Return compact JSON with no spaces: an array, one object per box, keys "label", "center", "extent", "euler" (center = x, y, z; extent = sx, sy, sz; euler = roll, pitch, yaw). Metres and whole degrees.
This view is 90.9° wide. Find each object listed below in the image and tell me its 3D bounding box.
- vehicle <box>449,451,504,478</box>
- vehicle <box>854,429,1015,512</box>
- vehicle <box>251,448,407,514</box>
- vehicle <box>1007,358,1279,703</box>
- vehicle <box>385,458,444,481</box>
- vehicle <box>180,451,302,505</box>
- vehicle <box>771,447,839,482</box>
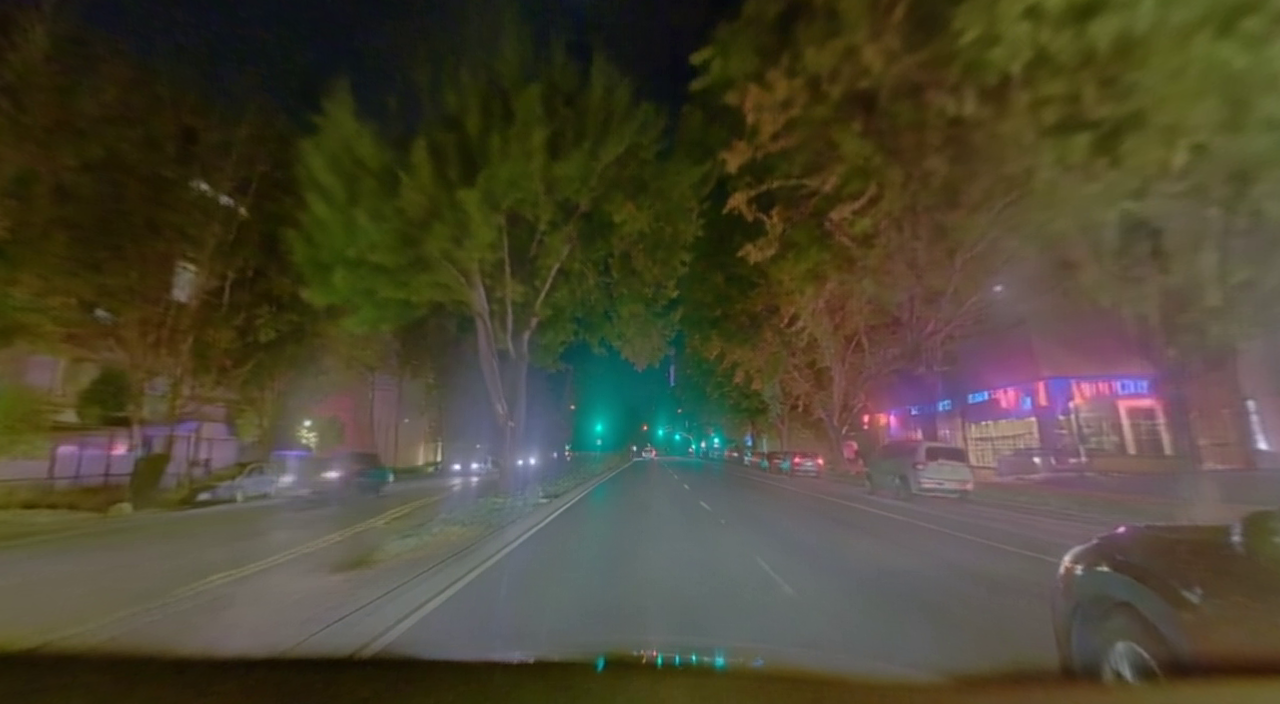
[{"label":"vehicle","center":[-9.740,6.720,37.864],"extent":[1.890,1.482,4.411],"euler":[-1,-8,4]},{"label":"vehicle","center":[7.421,3.013,16.529],"extent":[2.050,1.838,4.535],"euler":[0,-8,1]},{"label":"vehicle","center":[-8.349,3.465,17.505],"extent":[1.904,1.537,4.618],"euler":[0,-8,1]},{"label":"vehicle","center":[2.782,0.652,0.977],"extent":[1.989,1.498,4.050],"euler":[0,-8,1]},{"label":"vehicle","center":[-16.598,8.614,46.429],"extent":[3.665,1.559,1.782],"euler":[7,-11,-39]},{"label":"vehicle","center":[-15.934,5.015,25.530],"extent":[1.972,1.898,4.556],"euler":[0,-8,0]},{"label":"vehicle","center":[7.516,5.153,29.190],"extent":[1.874,1.438,4.466],"euler":[0,-8,-1]}]
